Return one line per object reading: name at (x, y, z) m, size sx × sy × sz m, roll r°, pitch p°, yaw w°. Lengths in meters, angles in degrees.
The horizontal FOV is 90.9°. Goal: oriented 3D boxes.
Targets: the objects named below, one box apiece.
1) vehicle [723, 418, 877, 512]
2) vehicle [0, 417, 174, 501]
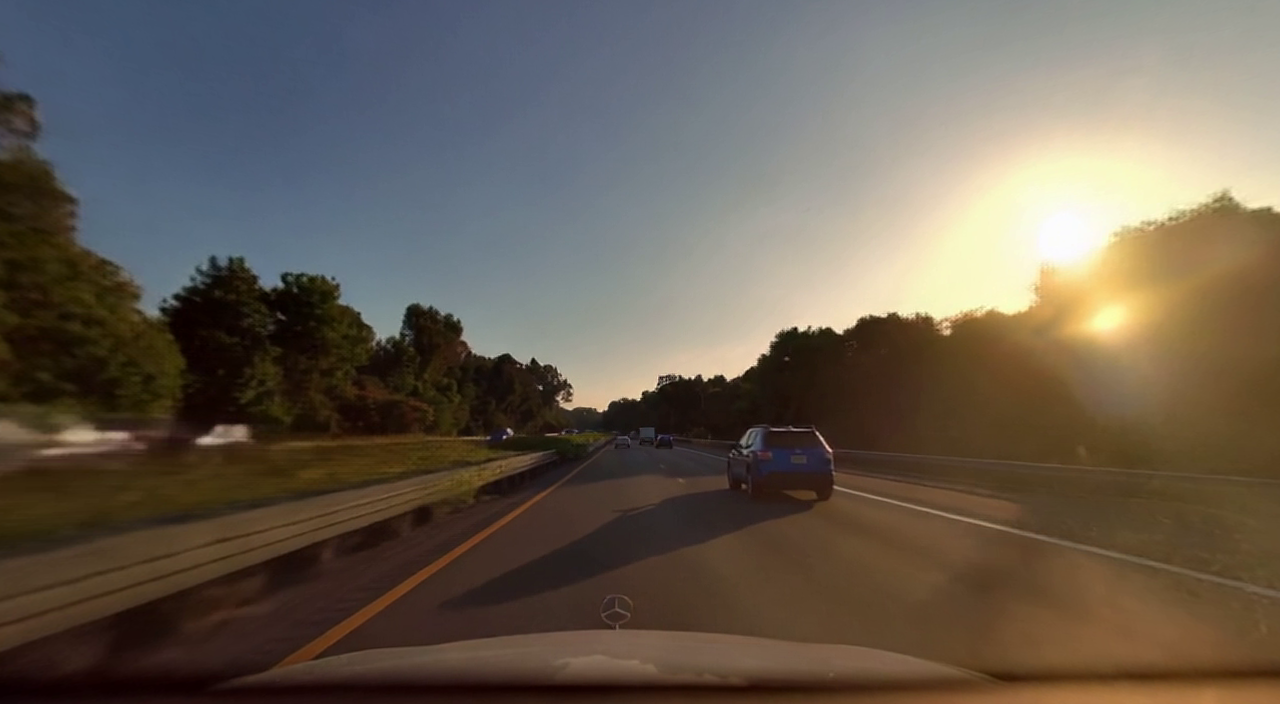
vehicle at (3.186, 2.342, 13.677) m, size 2.085 × 1.681 × 4.436 m, roll 0°, pitch -8°, yaw -1°
vehicle at (-12.036, 2.106, 12.735) m, size 1.902 × 1.436 × 4.512 m, roll 0°, pitch -8°, yaw -2°
